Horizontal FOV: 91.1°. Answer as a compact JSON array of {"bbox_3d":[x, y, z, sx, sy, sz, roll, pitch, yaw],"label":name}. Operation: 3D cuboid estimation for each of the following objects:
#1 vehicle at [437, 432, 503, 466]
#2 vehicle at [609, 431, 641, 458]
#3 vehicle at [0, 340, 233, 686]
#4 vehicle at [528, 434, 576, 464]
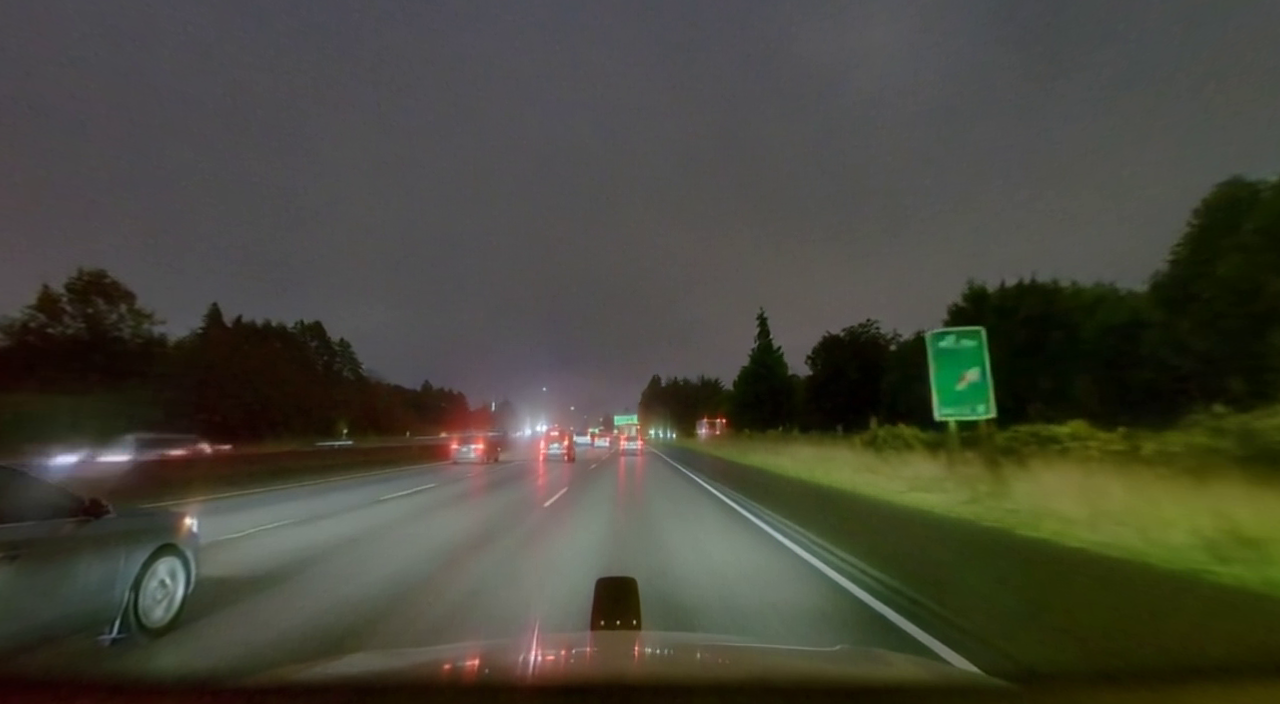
[{"bbox_3d":[-8.374,4.794,31.465,1.953,1.524,4.863,0,-8,0],"label":"vehicle"},{"bbox_3d":[-0.944,5.888,40.278,2.002,1.611,3.778,0,-8,-1],"label":"vehicle"},{"bbox_3d":[-4.377,0.814,3.005,1.971,1.822,4.366,0,-8,-1],"label":"vehicle"},{"bbox_3d":[-4.497,4.980,32.697,1.909,1.445,4.087,0,-8,0],"label":"vehicle"}]
